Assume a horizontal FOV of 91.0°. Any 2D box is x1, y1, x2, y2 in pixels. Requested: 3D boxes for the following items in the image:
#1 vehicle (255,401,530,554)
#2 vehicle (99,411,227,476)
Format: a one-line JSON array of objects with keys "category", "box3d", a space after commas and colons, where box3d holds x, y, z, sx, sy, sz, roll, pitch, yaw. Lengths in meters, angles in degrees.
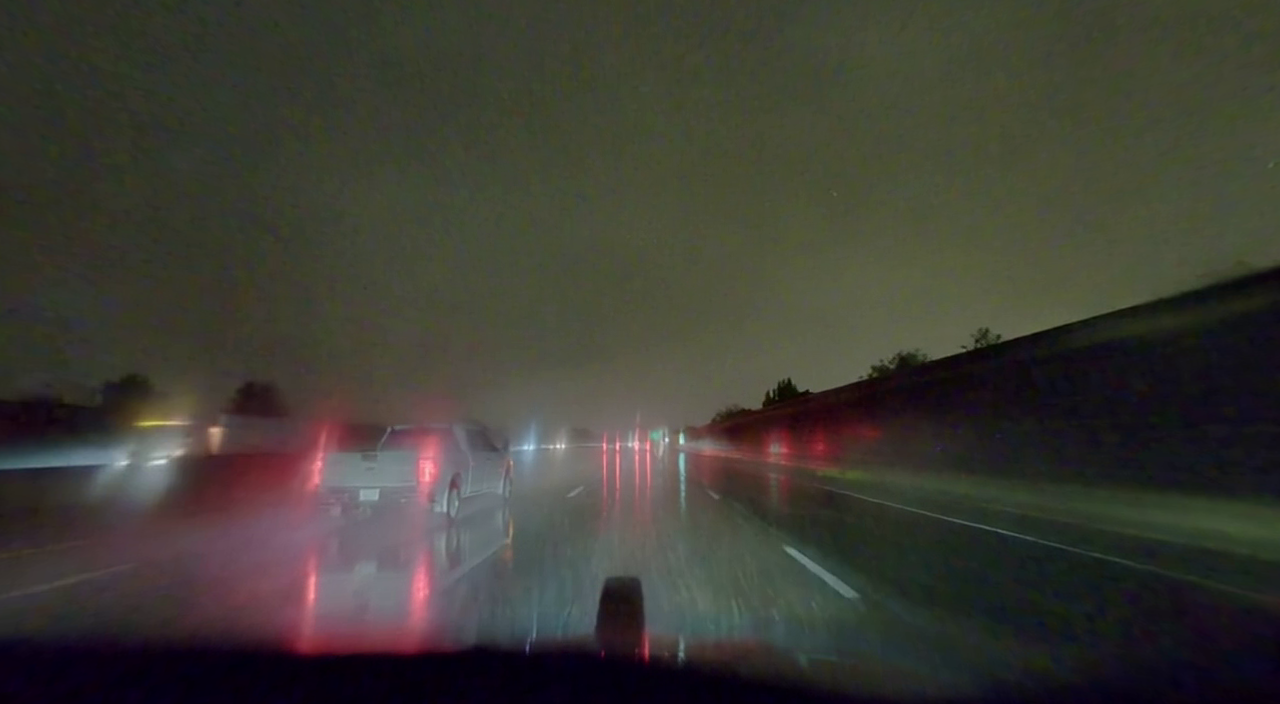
[{"category": "vehicle", "box3d": [-3.625, 1.992, 10.798, 2.379, 1.918, 5.504, 0, -8, 1]}, {"category": "vehicle", "box3d": [-32.159, 6.219, 42.933, 3.210, 4.059, 6.683, 0, -8, 1]}]
